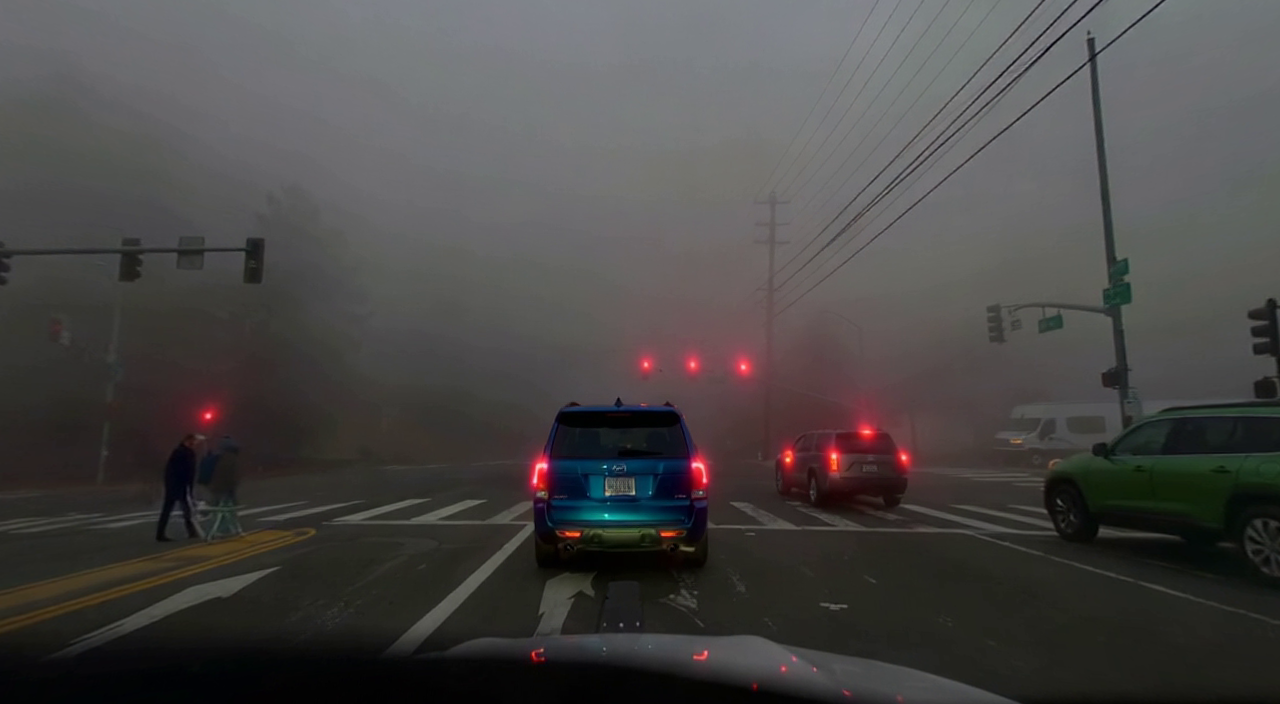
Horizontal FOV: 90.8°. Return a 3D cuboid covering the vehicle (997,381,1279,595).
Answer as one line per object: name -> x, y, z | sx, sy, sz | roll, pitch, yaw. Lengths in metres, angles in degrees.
vehicle -> 6.580, 1.440, 7.243 | 2.119, 1.827, 4.806 | 0, -9, 0

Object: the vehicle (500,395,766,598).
vehicle -> -0.096, 1.560, 7.638 | 2.285, 1.729, 4.252 | 0, -9, -1
